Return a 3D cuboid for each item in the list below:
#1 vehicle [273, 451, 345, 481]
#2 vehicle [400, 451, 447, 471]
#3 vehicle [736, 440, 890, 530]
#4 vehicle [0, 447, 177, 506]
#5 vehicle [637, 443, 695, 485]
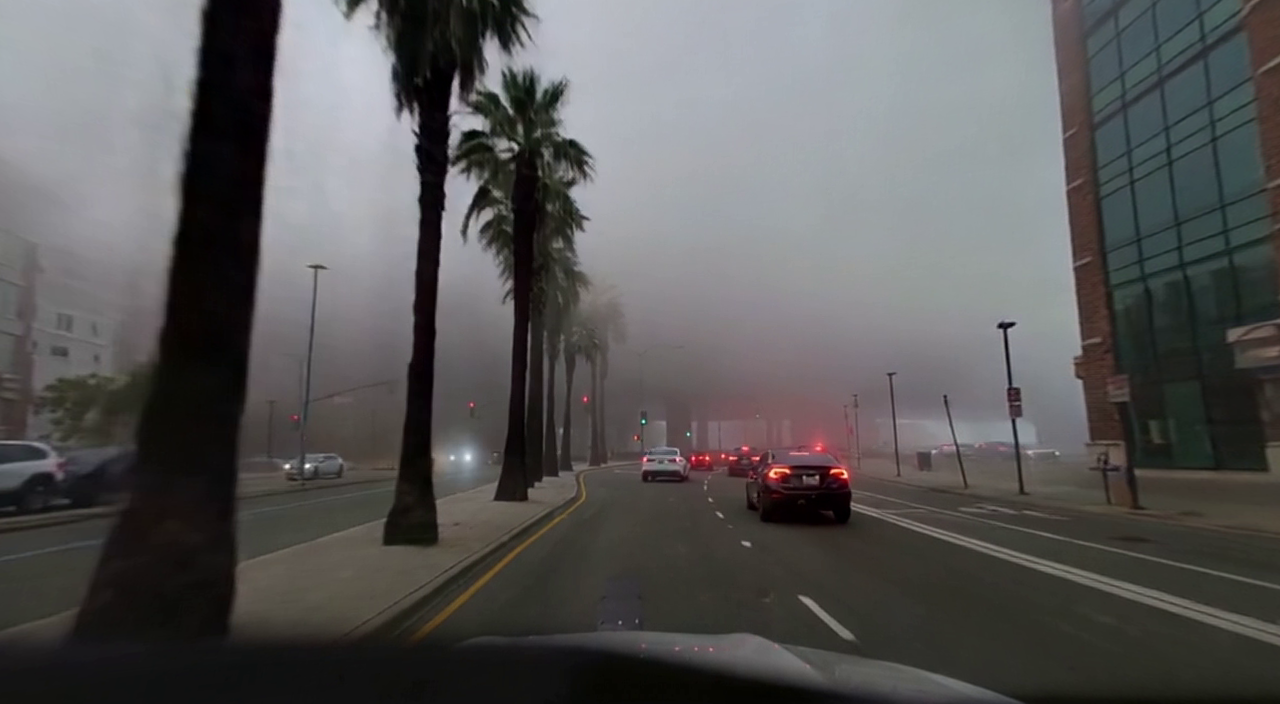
[{"bbox_3d":[-19.226,6.597,36.769,1.850,1.590,4.201,0,-9,1],"label":"vehicle"},{"bbox_3d":[-16.713,8.439,48.859,1.912,1.482,4.495,0,-9,2],"label":"vehicle"},{"bbox_3d":[3.323,2.643,13.226,2.051,1.509,4.933,0,-9,3],"label":"vehicle"},{"bbox_3d":[-19.057,4.255,22.019,2.028,1.808,4.868,0,-9,-2],"label":"vehicle"},{"bbox_3d":[1.115,4.421,25.036,2.077,1.518,3.760,-1,-9,6],"label":"vehicle"}]
